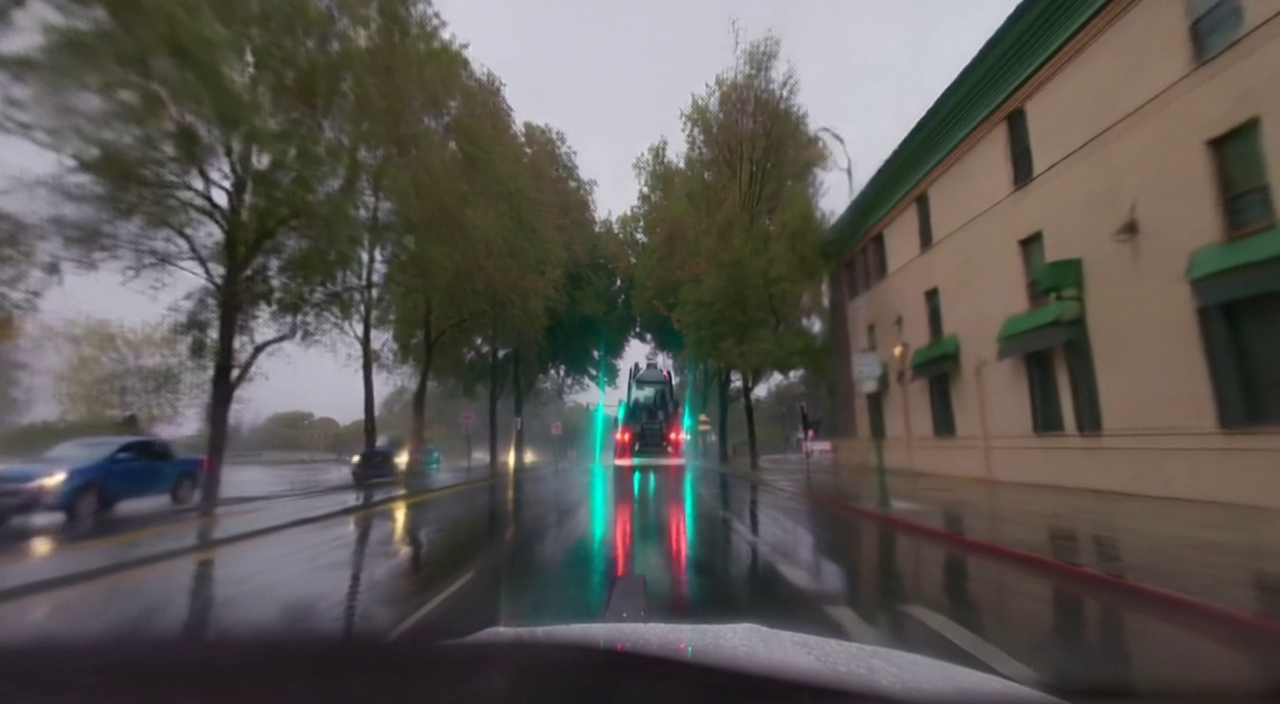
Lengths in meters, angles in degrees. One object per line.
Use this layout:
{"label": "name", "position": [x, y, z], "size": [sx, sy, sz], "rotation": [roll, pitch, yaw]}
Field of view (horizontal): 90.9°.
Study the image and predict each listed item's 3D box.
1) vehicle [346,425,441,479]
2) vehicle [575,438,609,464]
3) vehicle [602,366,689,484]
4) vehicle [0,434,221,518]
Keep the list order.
{"label": "vehicle", "position": [-12.164, 4.999, 31.718], "size": [2.404, 2.444, 5.799], "rotation": [0, -9, 0]}
{"label": "vehicle", "position": [-3.271, 6.883, 43.804], "size": [2.081, 1.688, 4.235], "rotation": [0, -9, 0]}
{"label": "vehicle", "position": [0.194, 2.989, 24.321], "size": [2.552, 3.461, 11.044], "rotation": [-1, -9, 0]}
{"label": "vehicle", "position": [-15.176, 3.377, 17.939], "size": [2.225, 1.946, 6.187], "rotation": [0, -9, 1]}
